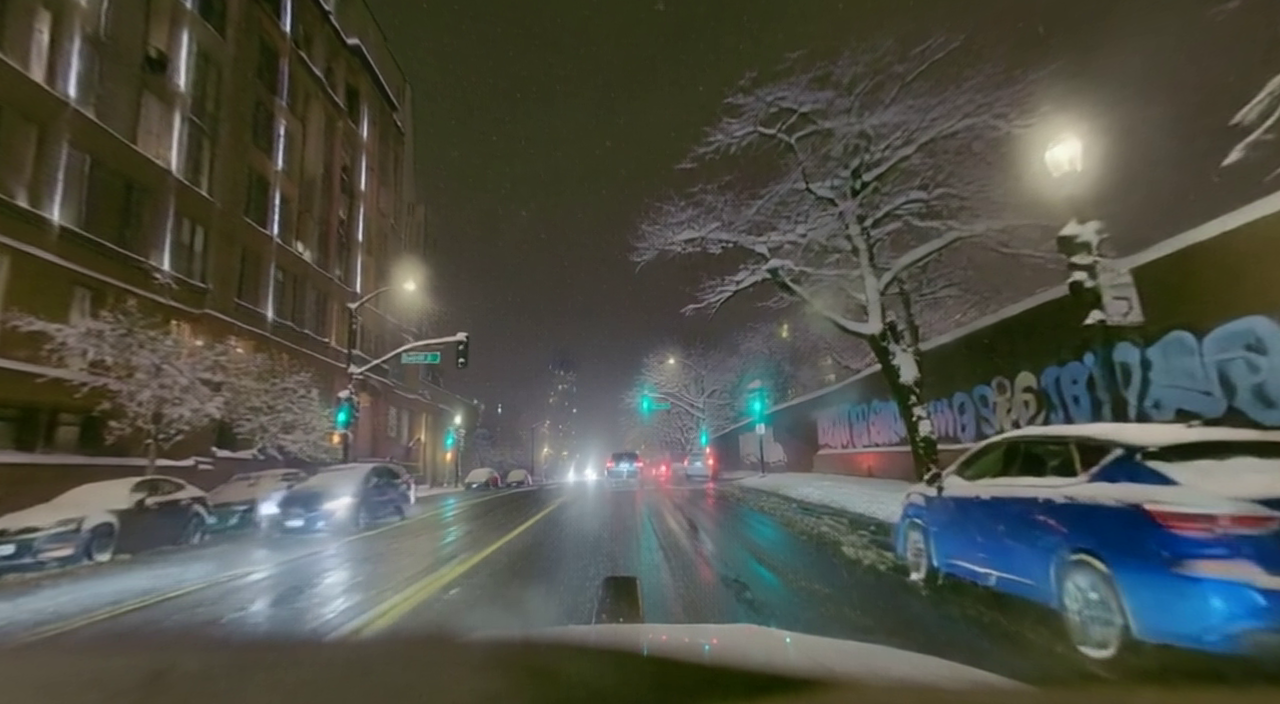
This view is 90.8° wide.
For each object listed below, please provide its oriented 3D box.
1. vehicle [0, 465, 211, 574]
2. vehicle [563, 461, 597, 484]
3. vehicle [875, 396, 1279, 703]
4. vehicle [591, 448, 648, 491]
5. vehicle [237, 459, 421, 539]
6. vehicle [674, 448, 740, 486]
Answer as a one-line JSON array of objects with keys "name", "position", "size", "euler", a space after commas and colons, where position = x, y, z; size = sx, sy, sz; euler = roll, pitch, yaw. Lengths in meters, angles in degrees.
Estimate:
[{"name": "vehicle", "position": [-11.030, 3.249, 12.803], "size": [1.822, 1.639, 4.144], "euler": [-4, -8, 0]}, {"name": "vehicle", "position": [-4.346, 8.800, 46.337], "size": [2.095, 1.447, 4.202], "euler": [0, -8, 0]}, {"name": "vehicle", "position": [4.063, 1.451, 5.702], "size": [2.025, 1.758, 4.463], "euler": [0, -8, -2]}, {"name": "vehicle", "position": [-0.823, 4.843, 26.403], "size": [2.166, 1.579, 4.300], "euler": [0, -8, -1]}, {"name": "vehicle", "position": [-6.677, 3.165, 14.205], "size": [2.040, 1.402, 4.237], "euler": [0, -8, -1]}, {"name": "vehicle", "position": [3.464, 5.735, 31.928], "size": [2.207, 1.761, 4.292], "euler": [-4, -9, 22]}]
